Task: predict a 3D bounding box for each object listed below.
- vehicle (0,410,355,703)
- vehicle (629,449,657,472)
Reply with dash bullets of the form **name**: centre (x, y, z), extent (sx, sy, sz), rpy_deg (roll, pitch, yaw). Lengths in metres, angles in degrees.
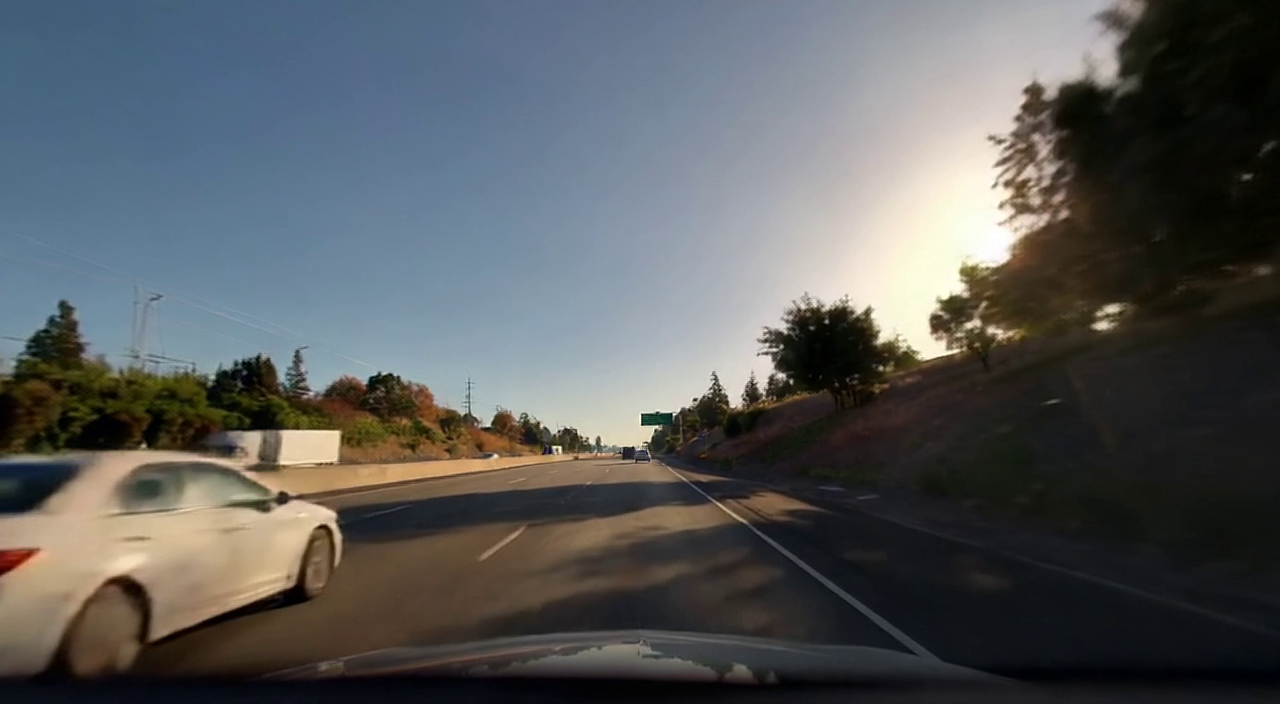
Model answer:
- **vehicle**: centre (-3.712, 1.194, 3.897), extent (1.978, 1.498, 4.080), rpy_deg (0, -9, 0)
- **vehicle**: centre (0.203, 7.475, 43.728), extent (1.908, 1.515, 3.871), rpy_deg (0, -9, 0)
